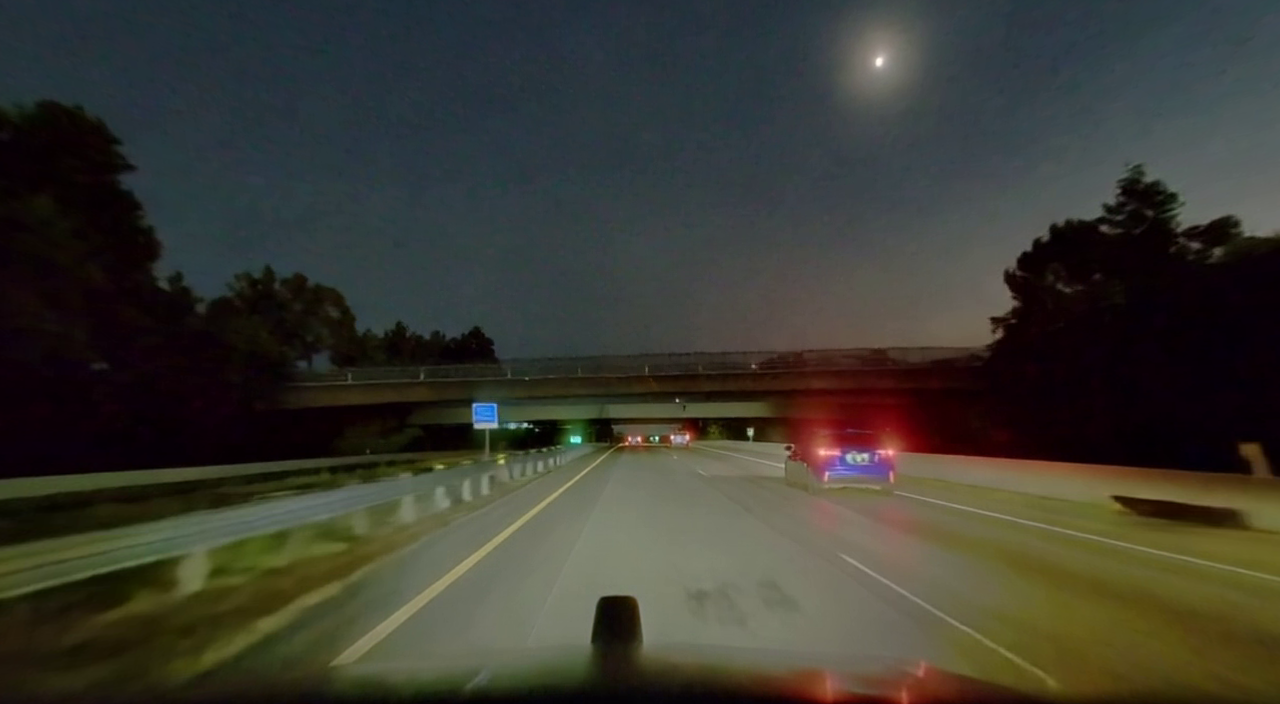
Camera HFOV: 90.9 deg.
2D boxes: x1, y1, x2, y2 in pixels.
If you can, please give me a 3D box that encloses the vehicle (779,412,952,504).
[{"bbox_3d":[4.570,2.211,13.532,2.073,1.651,4.065,0,-8,-2],"label":"vehicle"}]
